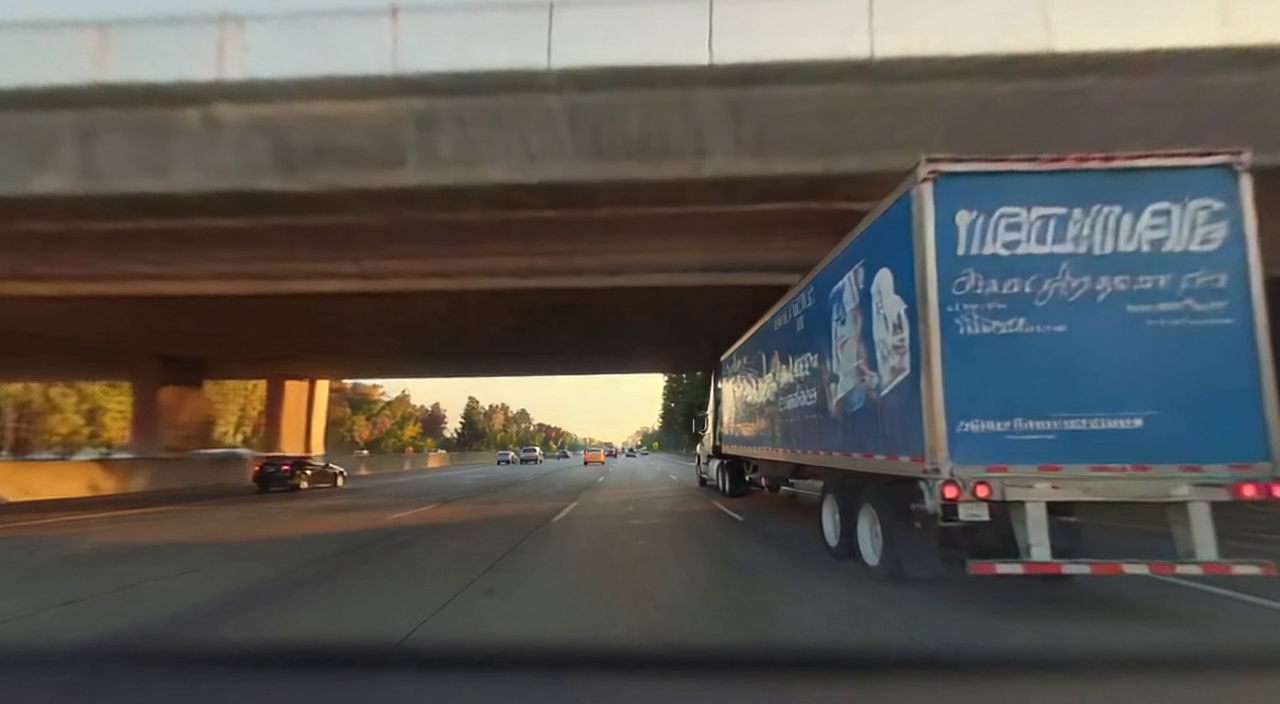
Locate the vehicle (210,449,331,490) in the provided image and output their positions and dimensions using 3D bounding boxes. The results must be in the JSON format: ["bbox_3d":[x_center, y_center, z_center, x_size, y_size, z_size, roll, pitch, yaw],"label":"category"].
[{"bbox_3d":[-14.635,4.654,25.407,1.982,1.471,4.747,0,-9,0],"label":"vehicle"}]

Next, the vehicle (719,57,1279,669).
[{"bbox_3d":[4.201,1.112,11.904,3.140,4.100,15.551,0,-9,-1],"label":"vehicle"}]
